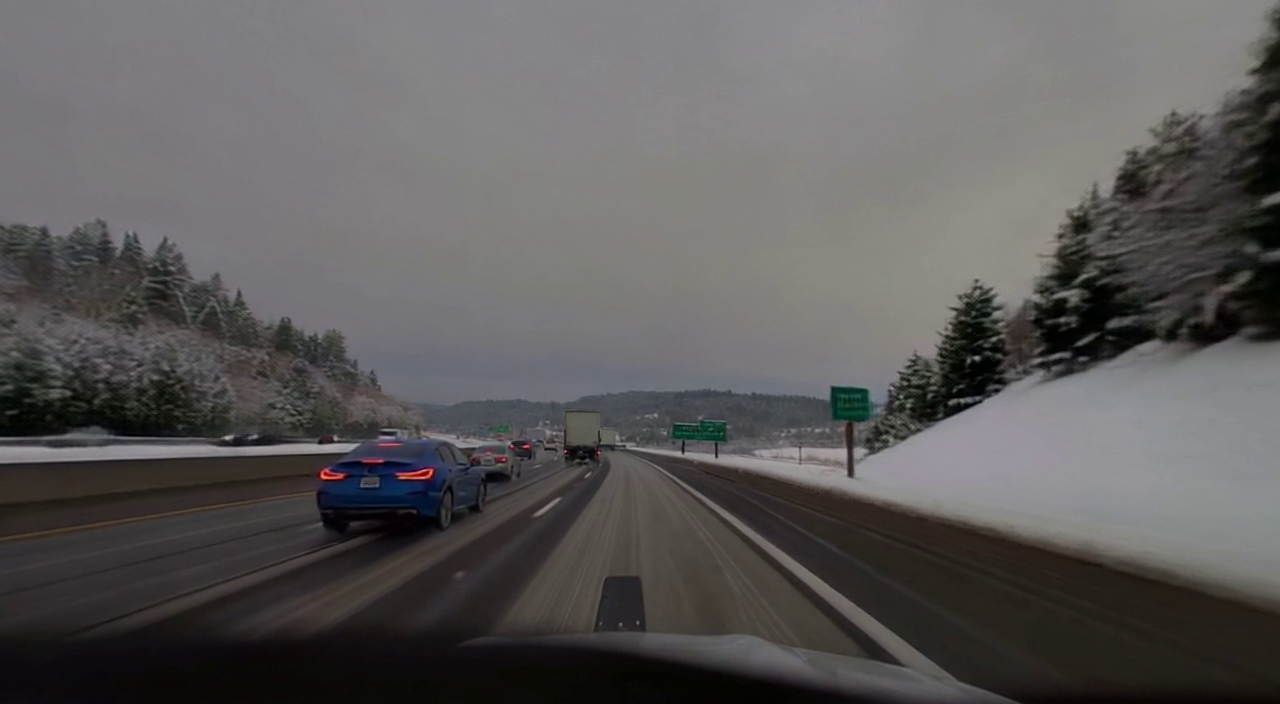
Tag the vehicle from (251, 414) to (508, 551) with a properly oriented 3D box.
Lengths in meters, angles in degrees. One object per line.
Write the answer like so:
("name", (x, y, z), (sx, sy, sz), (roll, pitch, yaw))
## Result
("vehicle", (-3.770, 1.999, 10.313), (2.180, 1.685, 4.668), (1, -9, 0))
